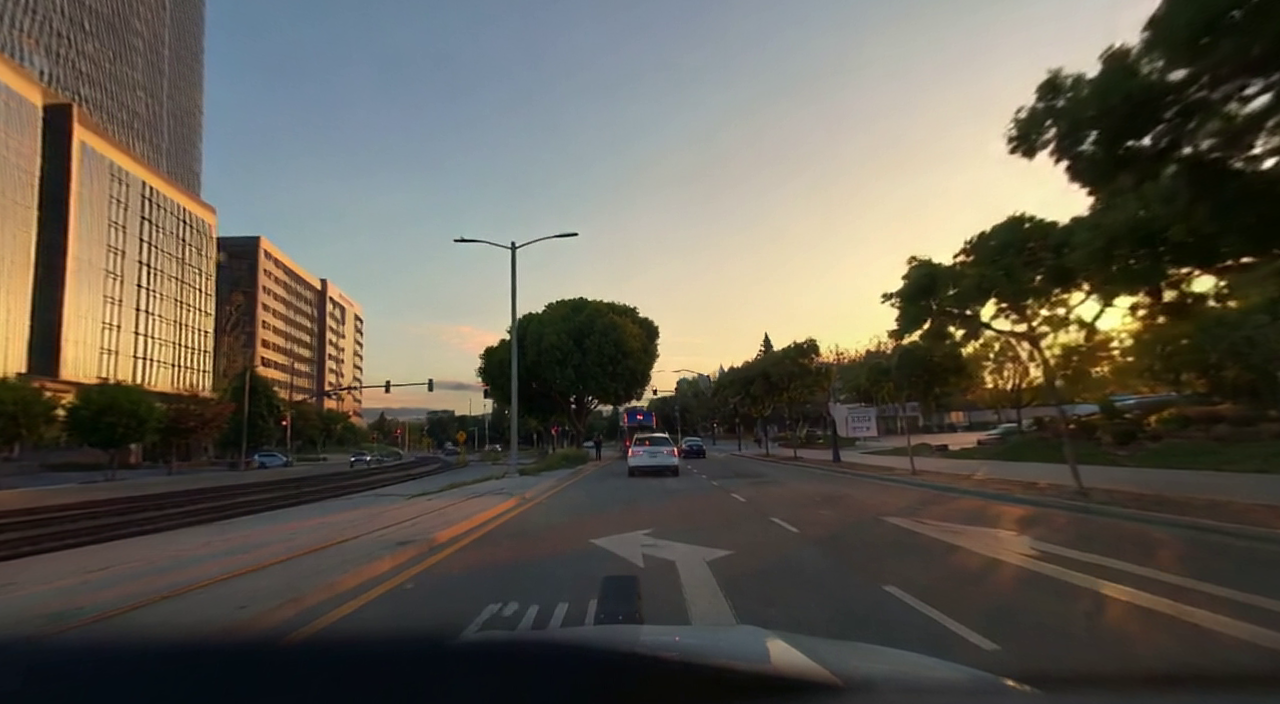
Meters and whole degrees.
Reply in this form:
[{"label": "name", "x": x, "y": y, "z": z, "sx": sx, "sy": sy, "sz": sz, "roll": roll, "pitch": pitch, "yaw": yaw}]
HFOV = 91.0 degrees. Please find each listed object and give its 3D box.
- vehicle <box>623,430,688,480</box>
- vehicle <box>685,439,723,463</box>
[{"label": "vehicle", "x": 0.499, "y": 3.823, "z": 23.453, "sx": 2.190, "sy": 1.684, "sz": 4.084, "roll": 0, "pitch": -9, "yaw": 0}, {"label": "vehicle", "x": 4.051, "y": 6.358, "z": 40.471, "sx": 1.916, "sy": 1.466, "sz": 4.529, "roll": 0, "pitch": -9, "yaw": -1}]
